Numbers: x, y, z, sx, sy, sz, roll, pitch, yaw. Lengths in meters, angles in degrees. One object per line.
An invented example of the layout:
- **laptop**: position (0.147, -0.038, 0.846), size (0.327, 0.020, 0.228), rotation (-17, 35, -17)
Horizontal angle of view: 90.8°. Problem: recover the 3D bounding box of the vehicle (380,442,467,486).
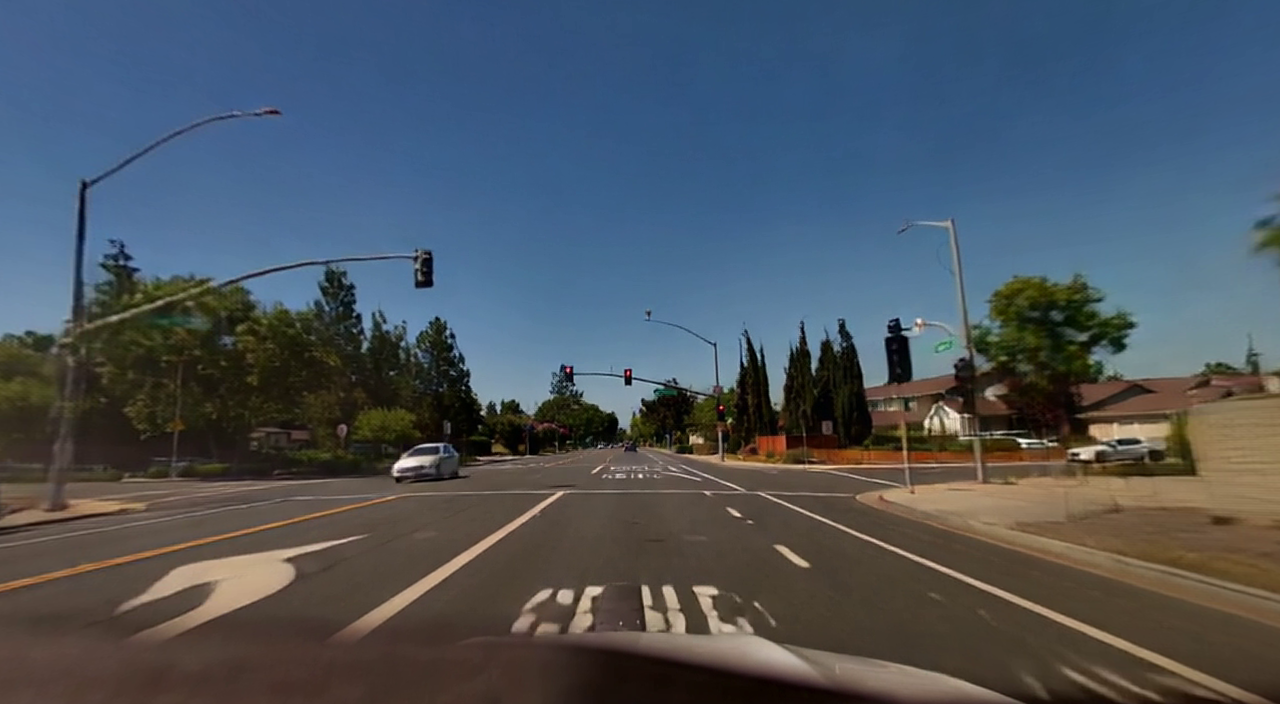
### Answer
- **vehicle**: position (-8.049, 4.165, 23.860), size (1.869, 1.497, 3.768), rotation (0, -8, 1)
